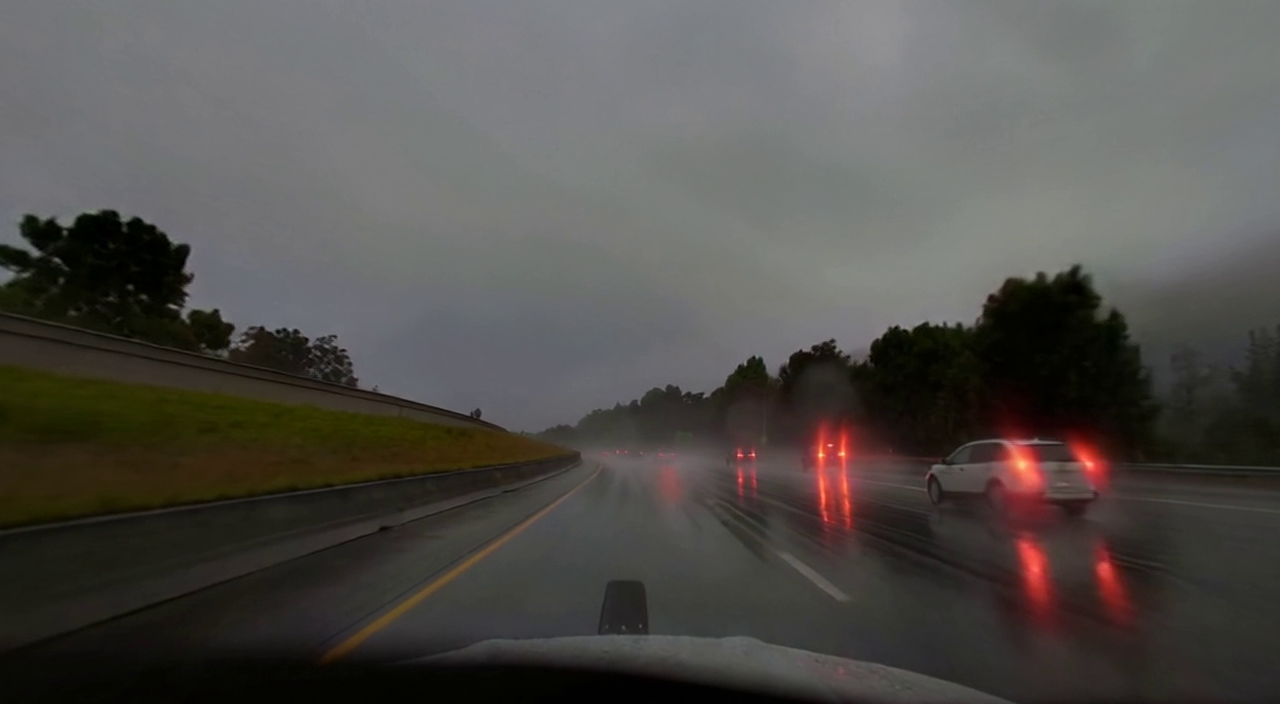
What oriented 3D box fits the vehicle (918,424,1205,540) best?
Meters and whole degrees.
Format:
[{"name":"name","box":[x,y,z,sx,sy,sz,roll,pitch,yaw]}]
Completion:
[{"name":"vehicle","box":[7.328,2.283,11.738,2.048,1.697,4.689,0,-8,-1]}]

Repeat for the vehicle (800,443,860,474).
[{"name":"vehicle","box":[10.610,5.947,35.366,1.986,1.644,4.126,1,-8,-2]}]

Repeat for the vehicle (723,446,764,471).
[{"name":"vehicle","box":[6.656,6.853,40.648,1.940,1.482,3.644,1,-8,-2]}]
